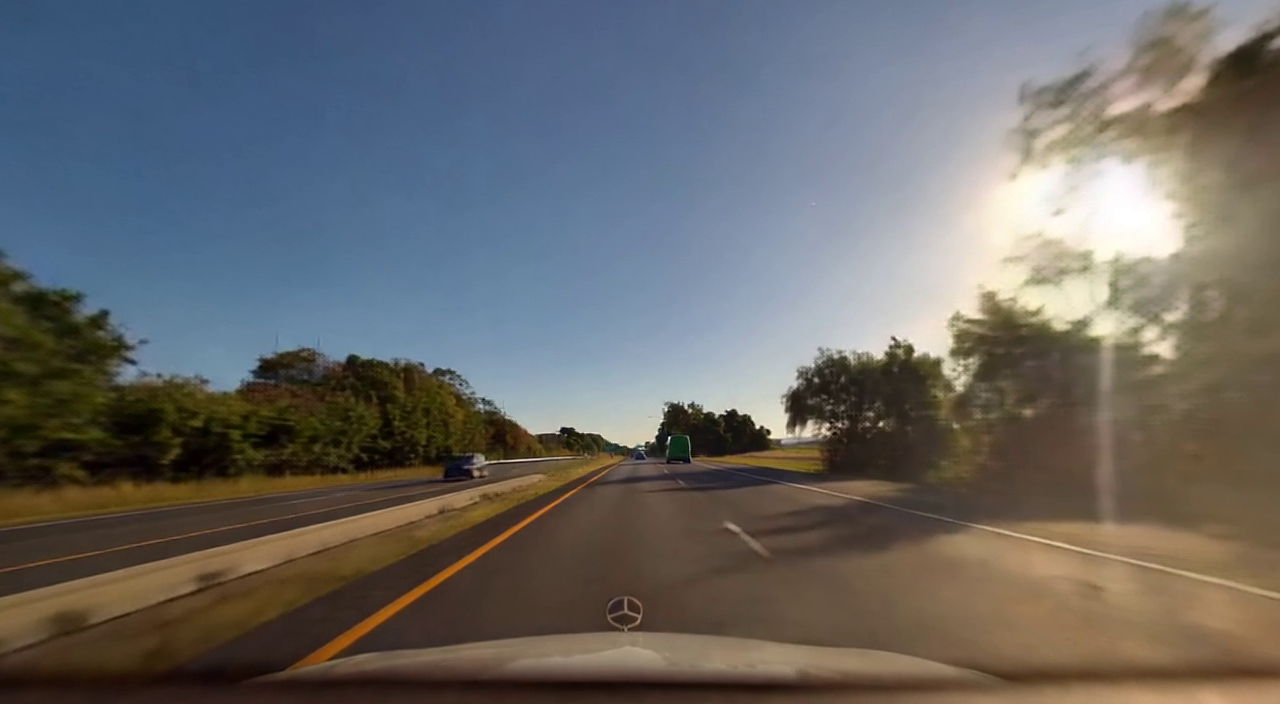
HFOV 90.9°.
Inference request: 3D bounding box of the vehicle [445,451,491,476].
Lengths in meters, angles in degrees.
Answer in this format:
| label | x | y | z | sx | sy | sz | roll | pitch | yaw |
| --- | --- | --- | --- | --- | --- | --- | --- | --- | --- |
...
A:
| label | x | y | z | sx | sy | sz | roll | pitch | yaw |
| --- | --- | --- | --- | --- | --- | --- | --- | --- | --- |
| vehicle | -12.407 | 8.044 | 45.648 | 1.999 | 1.666 | 4.506 | 0 | -9 | 0 |
